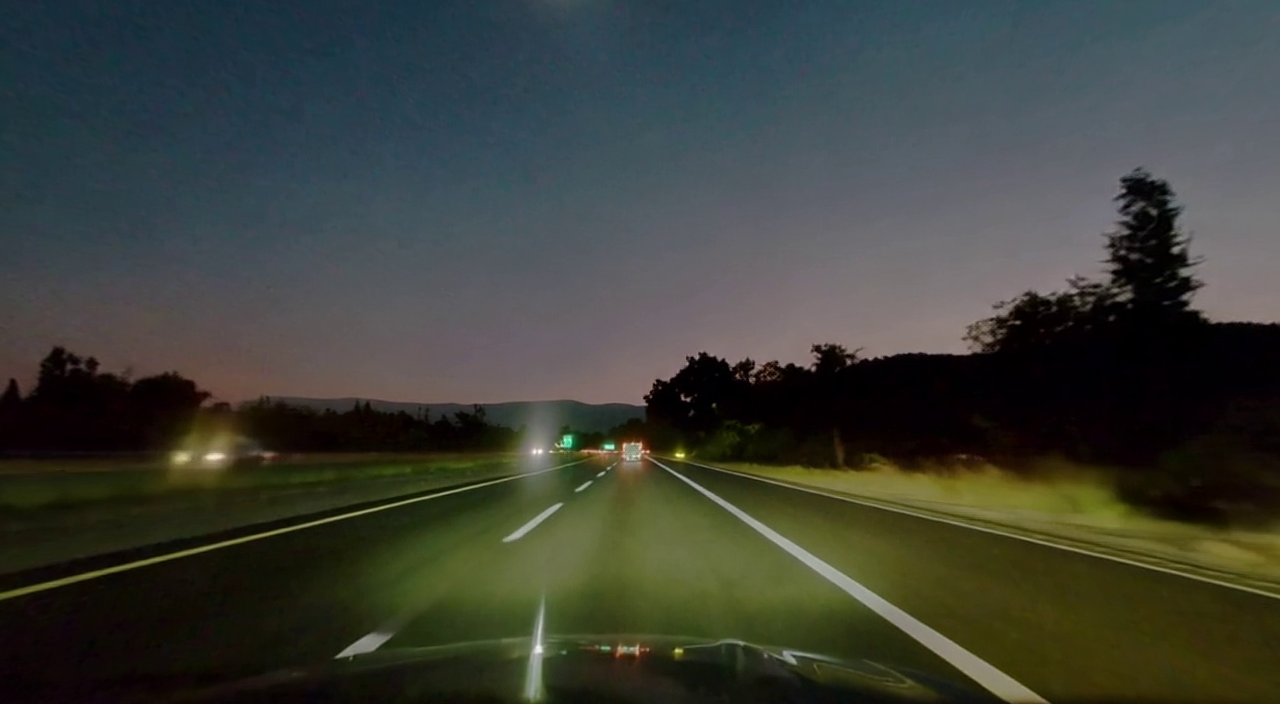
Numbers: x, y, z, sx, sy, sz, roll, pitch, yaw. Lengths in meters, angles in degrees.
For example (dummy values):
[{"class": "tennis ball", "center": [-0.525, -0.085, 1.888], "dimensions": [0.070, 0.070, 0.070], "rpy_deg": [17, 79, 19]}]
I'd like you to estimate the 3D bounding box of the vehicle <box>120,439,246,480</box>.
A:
[{"class": "vehicle", "center": [-19.217, 4.536, 26.840], "dimensions": [1.914, 1.558, 4.671], "rpy_deg": [0, -9, -1]}]
